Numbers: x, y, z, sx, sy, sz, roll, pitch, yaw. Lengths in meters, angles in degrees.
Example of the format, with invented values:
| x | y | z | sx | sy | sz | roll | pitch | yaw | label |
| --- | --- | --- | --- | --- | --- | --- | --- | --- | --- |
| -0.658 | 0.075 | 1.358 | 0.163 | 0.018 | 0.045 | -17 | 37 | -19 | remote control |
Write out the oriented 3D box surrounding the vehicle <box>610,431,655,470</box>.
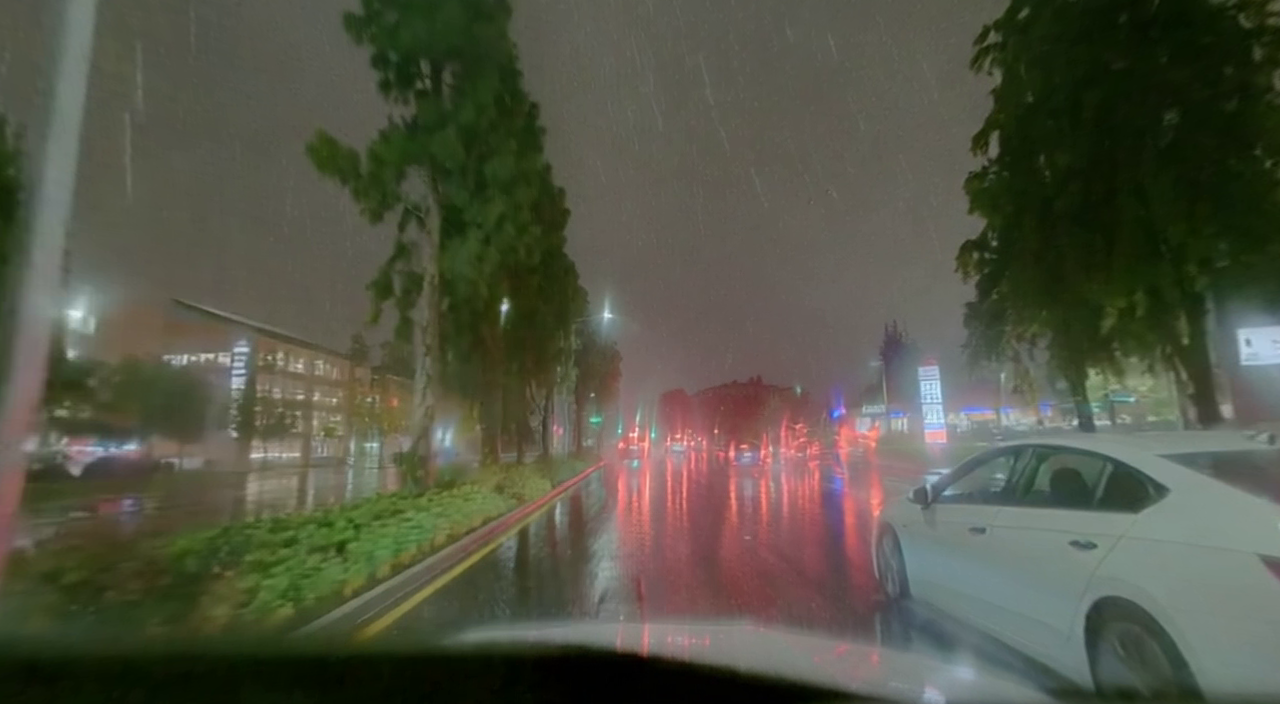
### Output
| x | y | z | sx | sy | sz | roll | pitch | yaw | label |
| --- | --- | --- | --- | --- | --- | --- | --- | --- | --- |
| -0.390 | 4.908 | 31.718 | 2.106 | 1.798 | 4.168 | 0 | -8 | 0 | vehicle |

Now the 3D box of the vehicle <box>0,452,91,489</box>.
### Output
| x | y | z | sx | sy | sz | roll | pitch | yaw | label |
| --- | --- | --- | --- | --- | --- | --- | --- | --- | --- |
| -30.832 | 5.891 | 31.577 | 4.678 | 1.692 | 2.118 | 0 | -8 | 0 | vehicle |

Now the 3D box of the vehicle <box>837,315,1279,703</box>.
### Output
| x | y | z | sx | sy | sz | roll | pitch | yaw | label |
| --- | --- | --- | --- | --- | --- | --- | --- | --- | --- |
| 3.015 | 0.994 | 3.808 | 2.153 | 1.658 | 4.485 | 0 | -8 | -1 | vehicle |

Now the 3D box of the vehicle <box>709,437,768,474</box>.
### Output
| x | y | z | sx | sy | sz | roll | pitch | yaw | label |
| --- | --- | --- | --- | --- | --- | --- | --- | --- | --- |
| 4.098 | 4.382 | 26.959 | 1.883 | 1.452 | 4.258 | 0 | -8 | 0 | vehicle |
